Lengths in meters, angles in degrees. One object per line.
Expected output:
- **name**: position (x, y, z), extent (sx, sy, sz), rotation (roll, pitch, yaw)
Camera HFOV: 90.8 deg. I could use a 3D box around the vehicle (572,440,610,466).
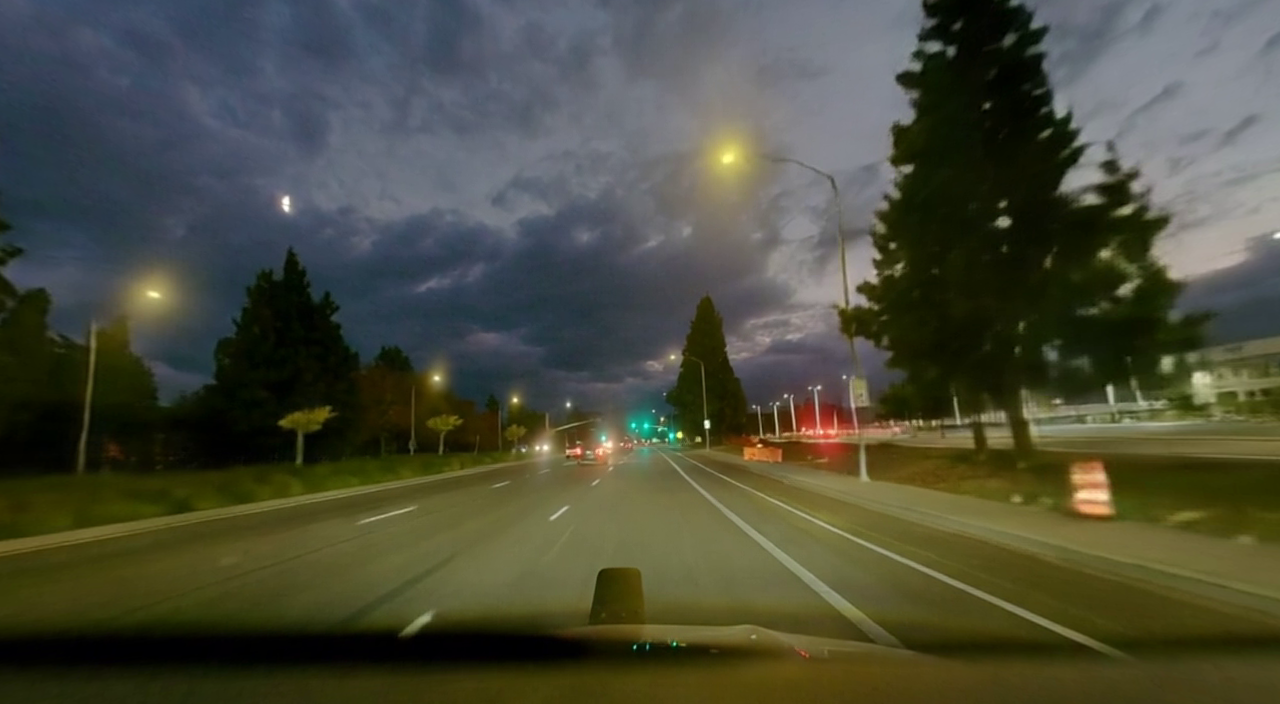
- **vehicle**: position (-3.170, 6.647, 41.776), extent (2.121, 1.654, 3.993), rotation (0, -8, 1)
